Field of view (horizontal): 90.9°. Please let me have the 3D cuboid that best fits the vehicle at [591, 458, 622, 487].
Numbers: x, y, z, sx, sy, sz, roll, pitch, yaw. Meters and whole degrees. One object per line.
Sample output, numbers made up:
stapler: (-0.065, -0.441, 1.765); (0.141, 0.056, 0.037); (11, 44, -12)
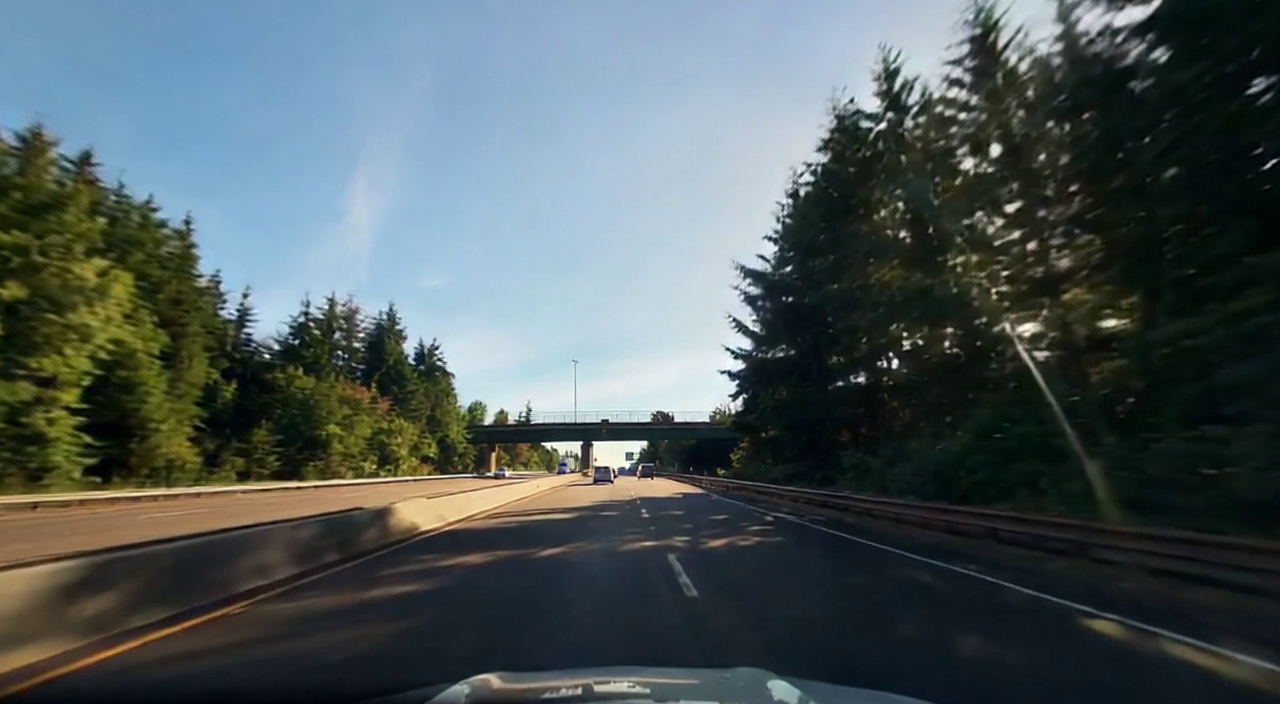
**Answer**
vehicle: (-2.459, 8.949, 46.746); (2.162, 1.973, 4.341); (1, -11, -2)
